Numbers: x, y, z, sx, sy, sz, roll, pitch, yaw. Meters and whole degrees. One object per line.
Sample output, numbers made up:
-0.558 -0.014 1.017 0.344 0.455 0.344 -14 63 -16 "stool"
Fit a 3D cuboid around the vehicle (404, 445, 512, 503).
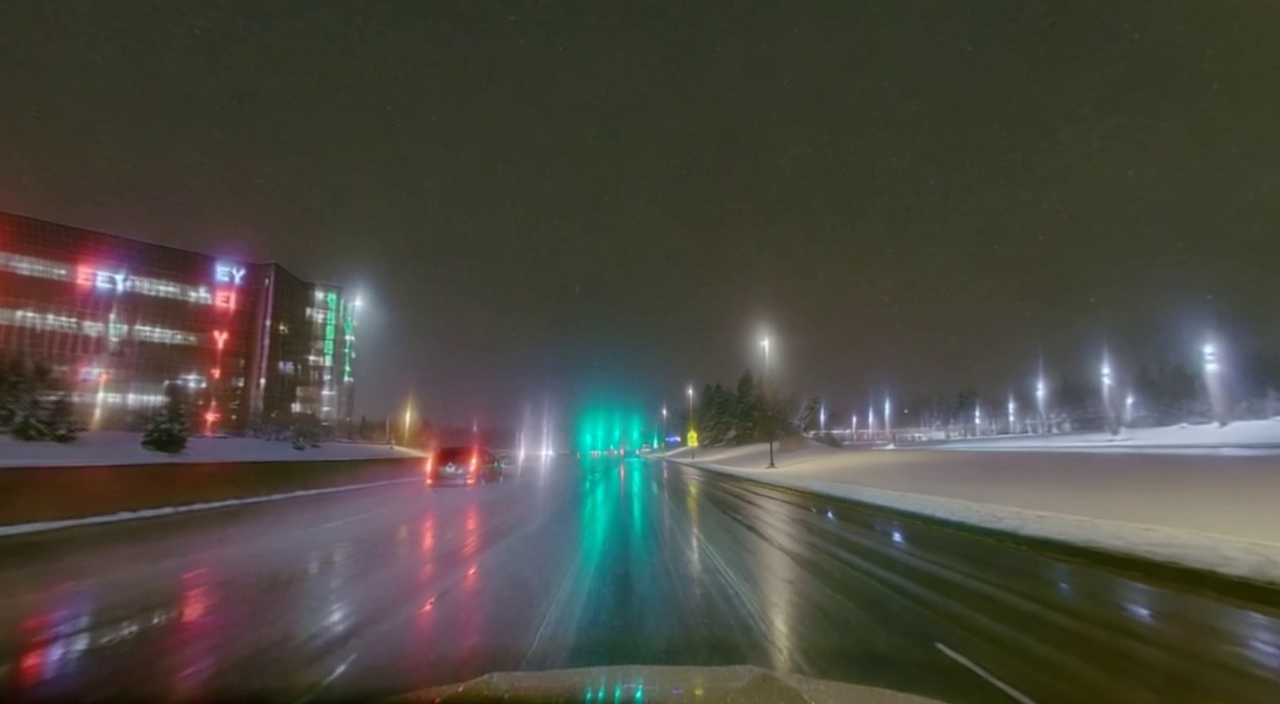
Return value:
-5.259 3.557 18.861 1.943 1.510 4.201 0 -9 0 "vehicle"
